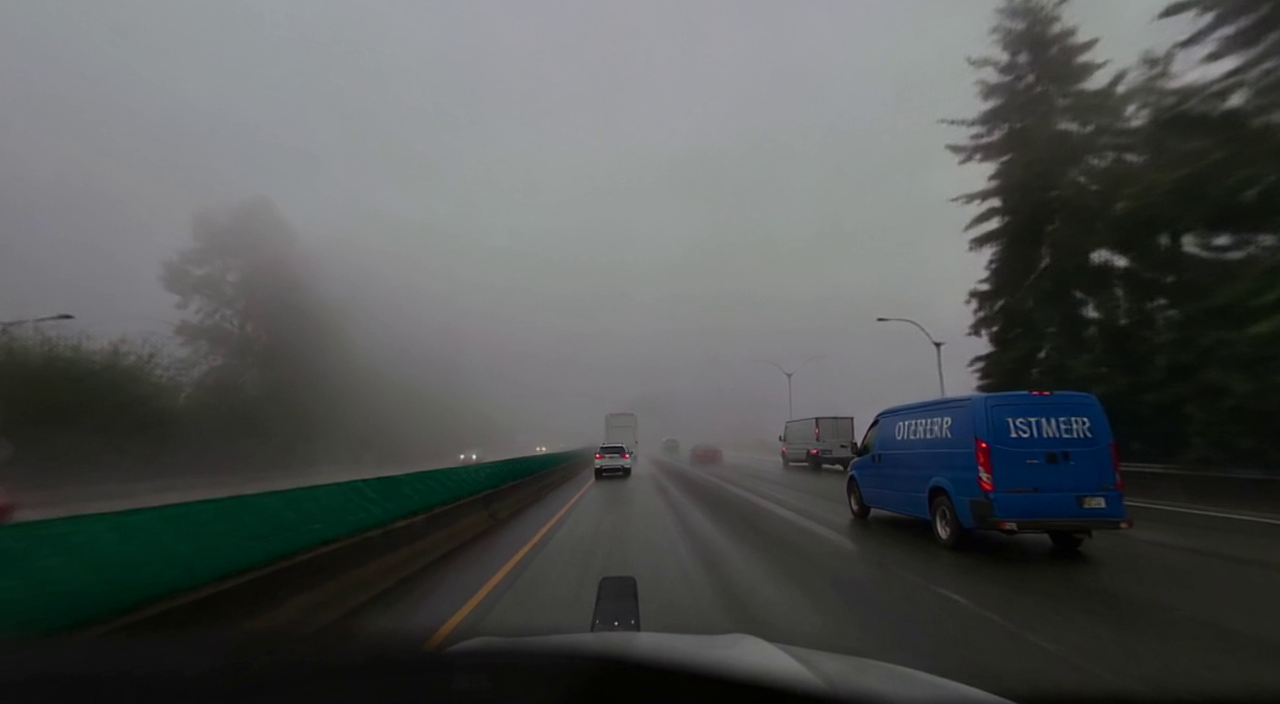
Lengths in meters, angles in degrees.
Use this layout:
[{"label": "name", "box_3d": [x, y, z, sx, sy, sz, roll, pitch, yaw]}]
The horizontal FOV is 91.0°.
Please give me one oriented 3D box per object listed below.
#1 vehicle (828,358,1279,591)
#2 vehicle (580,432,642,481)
[{"label": "vehicle", "box_3d": [4.427, 1.412, 8.102, 2.223, 2.008, 5.121, 0, -8, -2]}, {"label": "vehicle", "box_3d": [-1.046, 3.839, 23.378, 2.100, 1.636, 3.620, 0, -8, -2]}]
